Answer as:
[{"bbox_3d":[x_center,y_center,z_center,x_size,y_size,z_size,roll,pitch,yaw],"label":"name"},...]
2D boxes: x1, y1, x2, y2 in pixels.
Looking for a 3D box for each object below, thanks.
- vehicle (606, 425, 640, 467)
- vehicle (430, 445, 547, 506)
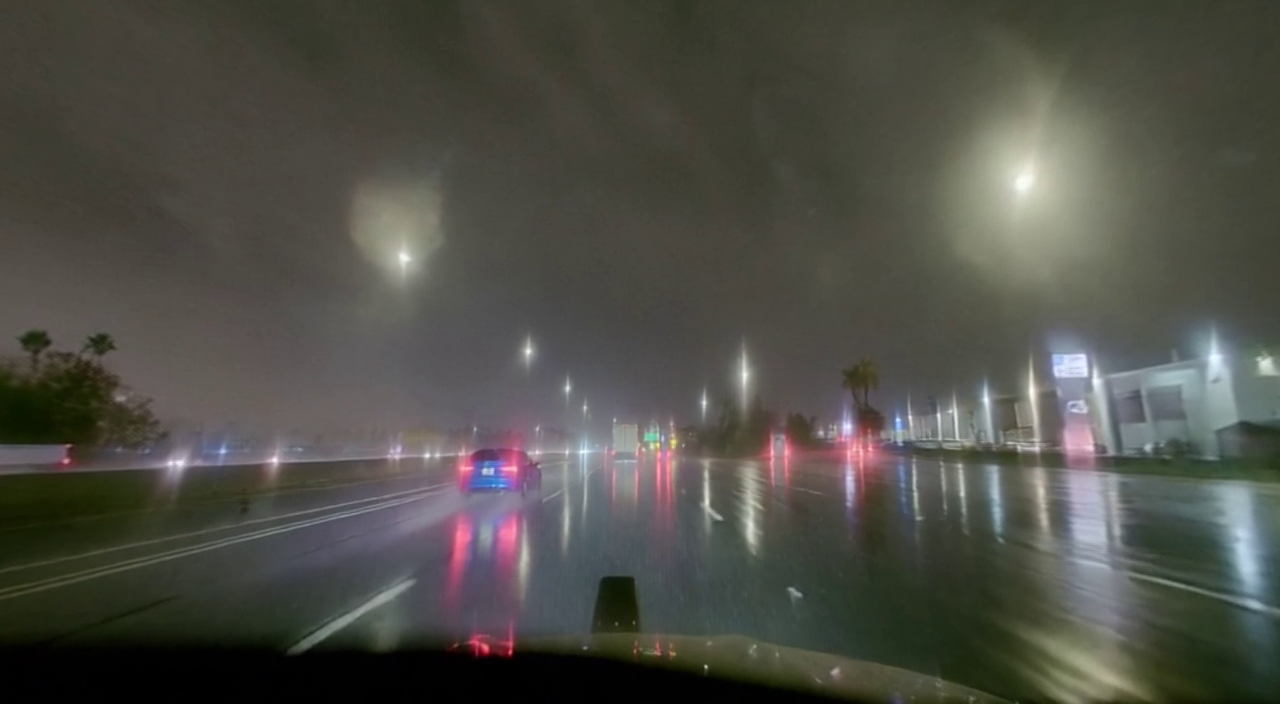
[{"bbox_3d":[-1.269,7.153,48.020,2.364,2.953,6.495,0,-9,-1],"label":"vehicle"},{"bbox_3d":[-3.933,3.265,17.223,2.097,1.447,4.291,0,-9,0],"label":"vehicle"}]
